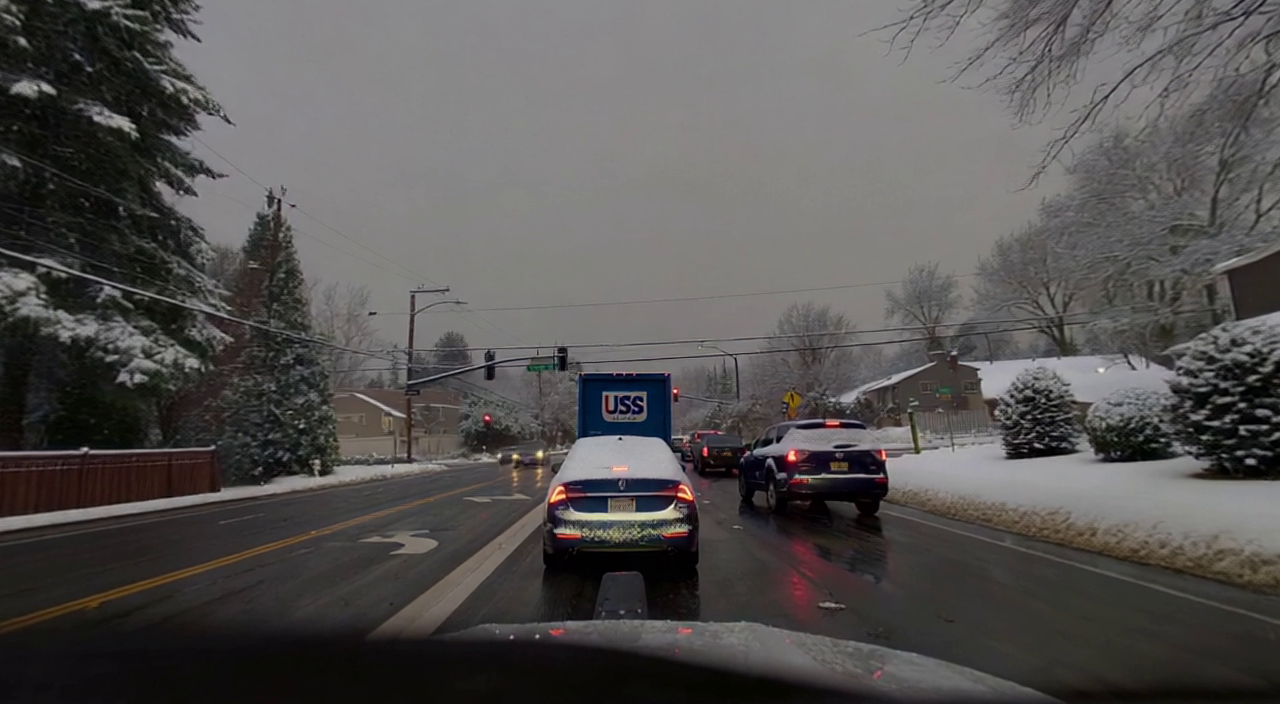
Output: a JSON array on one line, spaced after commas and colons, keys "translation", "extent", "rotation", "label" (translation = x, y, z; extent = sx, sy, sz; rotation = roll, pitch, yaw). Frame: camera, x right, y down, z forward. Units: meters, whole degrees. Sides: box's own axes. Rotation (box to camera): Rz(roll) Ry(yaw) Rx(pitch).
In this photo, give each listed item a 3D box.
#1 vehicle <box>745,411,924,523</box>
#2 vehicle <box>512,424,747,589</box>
[{"translation": [3.606, 2.244, 12.819], "extent": [2.145, 1.847, 4.524], "rotation": [0, -8, 0], "label": "vehicle"}, {"translation": [-0.149, 1.720, 7.933], "extent": [2.135, 1.483, 4.207], "rotation": [0, -8, -2], "label": "vehicle"}]
